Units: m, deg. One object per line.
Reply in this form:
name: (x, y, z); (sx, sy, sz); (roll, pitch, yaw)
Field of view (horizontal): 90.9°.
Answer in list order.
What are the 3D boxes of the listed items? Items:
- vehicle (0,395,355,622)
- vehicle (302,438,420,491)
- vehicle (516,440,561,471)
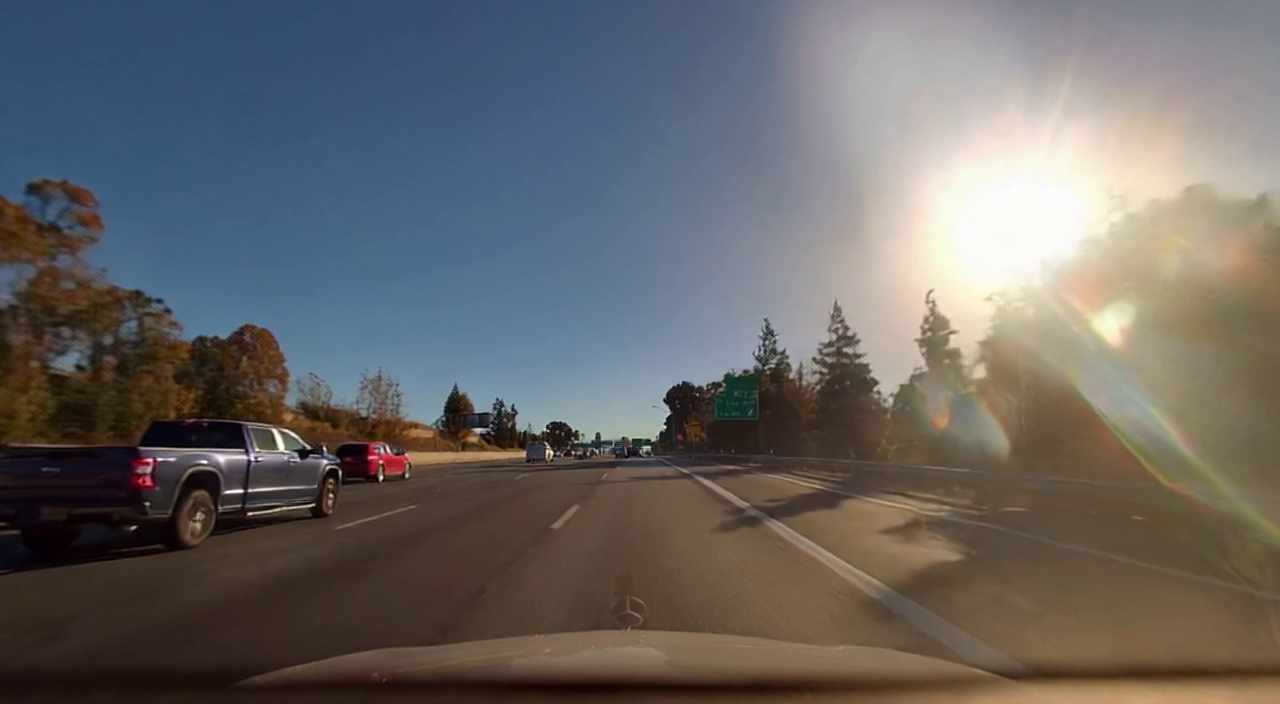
vehicle: (-6.249, 1.667, 7.932); (2.403, 1.773, 6.276); (0, -8, 0)
vehicle: (-9.712, 3.924, 22.442); (2.060, 1.662, 4.469); (0, -8, 1)
vehicle: (-6.151, 6.302, 38.608); (2.009, 1.735, 4.358); (0, -8, 0)
